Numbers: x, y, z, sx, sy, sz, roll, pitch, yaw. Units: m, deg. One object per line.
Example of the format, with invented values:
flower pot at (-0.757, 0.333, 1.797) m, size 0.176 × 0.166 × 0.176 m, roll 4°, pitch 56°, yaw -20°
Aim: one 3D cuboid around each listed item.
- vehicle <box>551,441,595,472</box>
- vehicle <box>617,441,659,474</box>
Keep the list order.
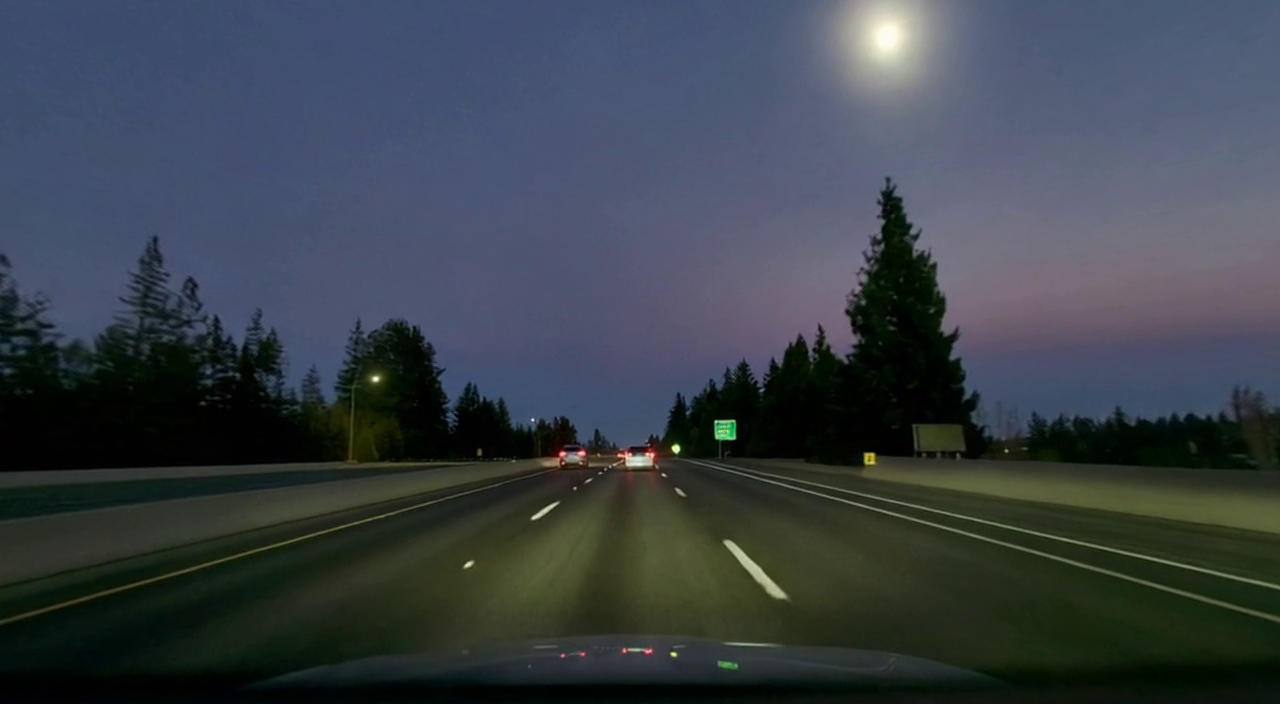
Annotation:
vehicle at (-3.981, 6.288, 38.201) m, size 2.130 × 1.741 × 4.665 m, roll 0°, pitch -8°, yaw 1°
vehicle at (-0.095, 5.704, 34.184) m, size 2.130 × 1.684 × 3.826 m, roll 0°, pitch -8°, yaw 0°
